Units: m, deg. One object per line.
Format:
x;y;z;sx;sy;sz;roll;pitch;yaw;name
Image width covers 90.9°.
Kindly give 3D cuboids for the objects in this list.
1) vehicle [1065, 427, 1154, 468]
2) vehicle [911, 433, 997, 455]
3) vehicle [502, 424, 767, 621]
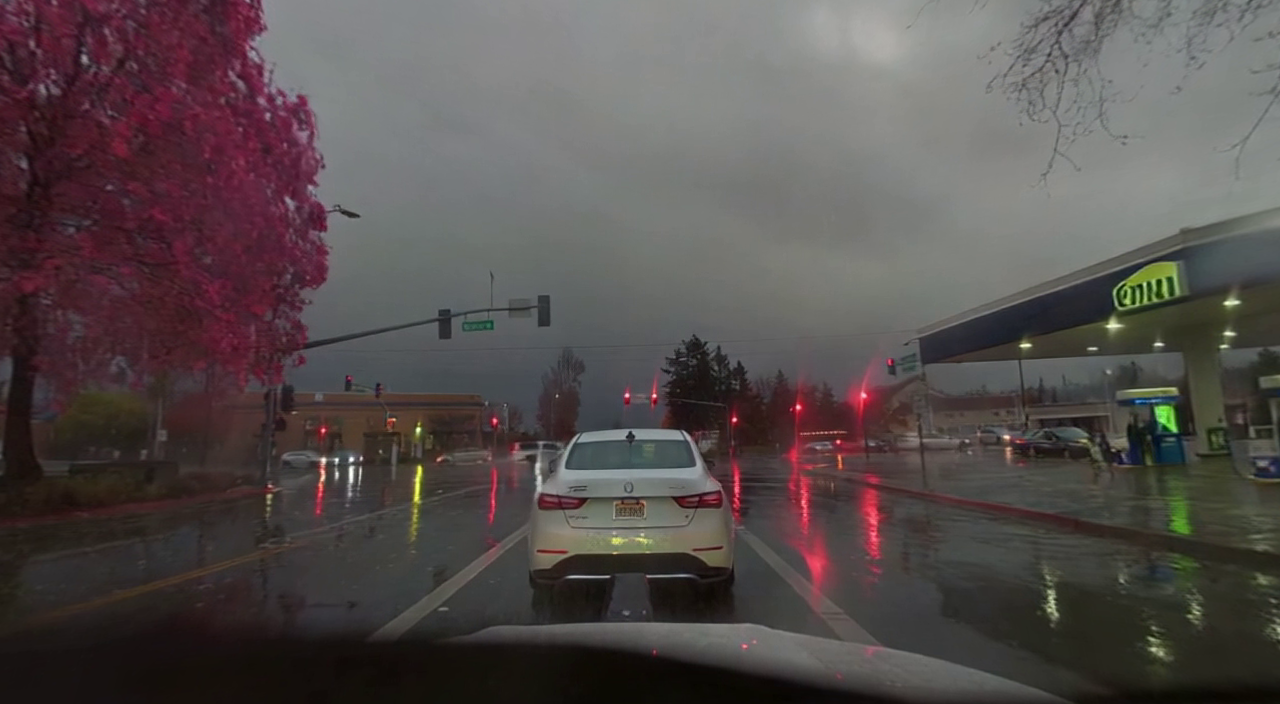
18.577;3.756;24.885;4.091;1.495;2.053;8;-12;-44;vehicle
21.553;6.365;43.405;4.813;1.455;1.889;-1;-8;3;vehicle
-0.043;1.600;6.901;2.010;1.482;4.057;0;-8;0;vehicle
